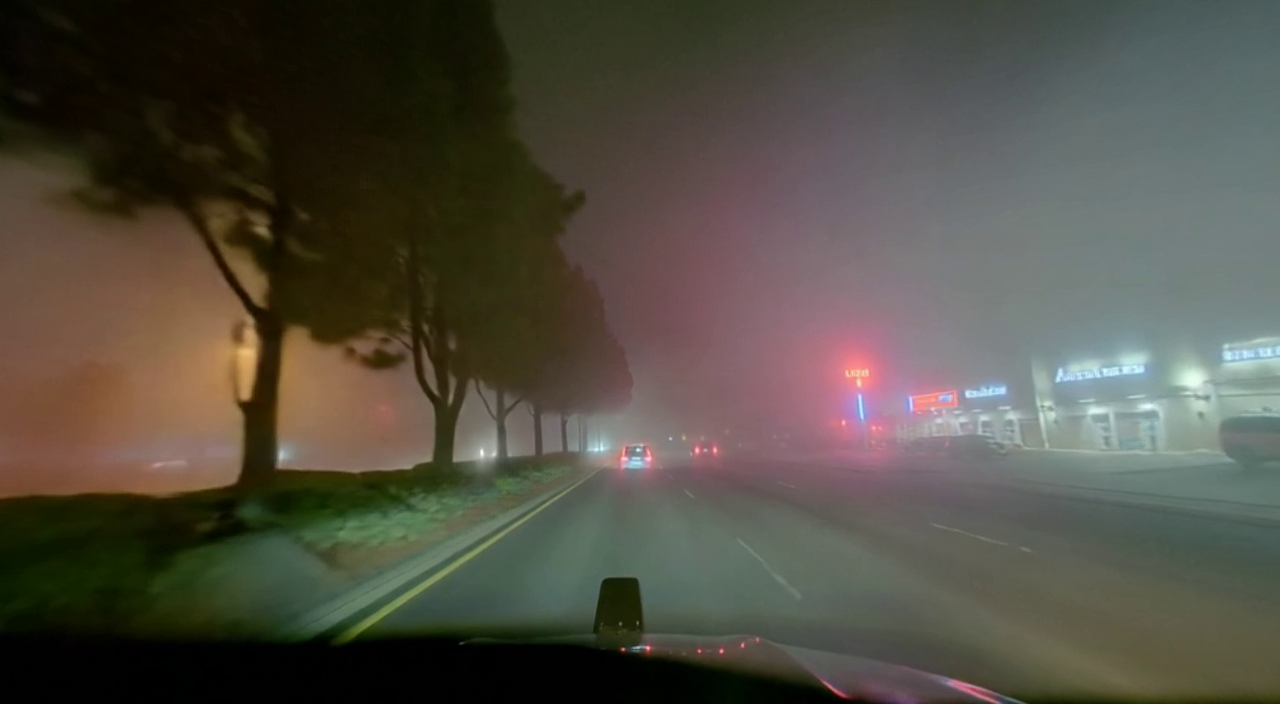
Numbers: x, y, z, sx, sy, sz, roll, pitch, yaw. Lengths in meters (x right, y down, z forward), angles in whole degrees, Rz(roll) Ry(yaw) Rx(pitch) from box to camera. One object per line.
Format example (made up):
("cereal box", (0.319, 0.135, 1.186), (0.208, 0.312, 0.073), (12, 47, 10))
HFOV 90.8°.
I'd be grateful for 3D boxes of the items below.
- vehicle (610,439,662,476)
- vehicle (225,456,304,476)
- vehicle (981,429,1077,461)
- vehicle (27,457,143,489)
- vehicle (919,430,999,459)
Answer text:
("vehicle", (-0.178, 4.602, 27.804), (2.126, 1.475, 3.967), (0, -8, -1))
("vehicle", (-29.314, 8.893, 49.409), (4.702, 1.471, 2.215), (0, -9, -2))
("vehicle", (21.234, 5.128, 34.737), (2.136, 1.603, 4.534), (0, -9, -4))
("vehicle", (-30.298, 6.602, 34.586), (4.486, 1.610, 2.020), (-1, -8, 3))
("vehicle", (21.345, 6.229, 42.492), (2.015, 1.821, 4.696), (2, -9, -17))
